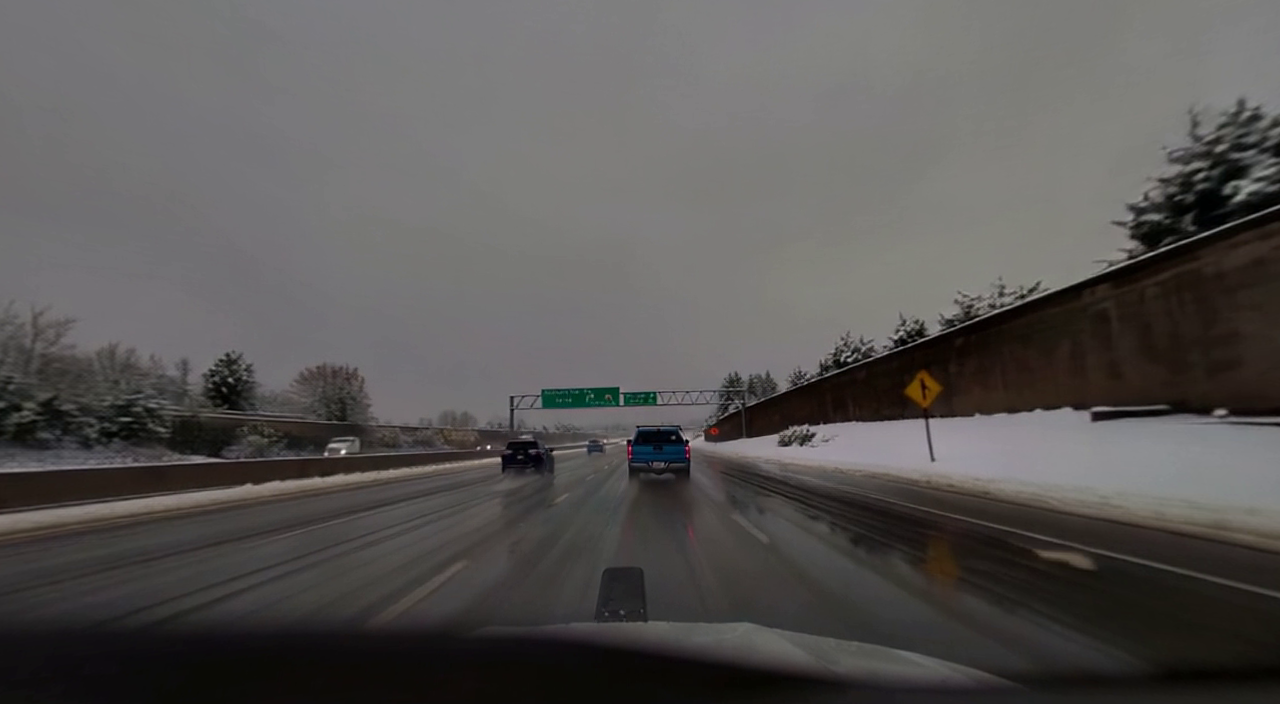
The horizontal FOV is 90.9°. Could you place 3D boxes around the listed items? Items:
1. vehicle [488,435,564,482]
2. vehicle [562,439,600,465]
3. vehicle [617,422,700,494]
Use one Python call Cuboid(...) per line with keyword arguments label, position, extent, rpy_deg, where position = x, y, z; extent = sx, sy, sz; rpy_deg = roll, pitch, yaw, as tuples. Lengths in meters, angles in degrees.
Cuboid(label="vehicle", position=(-4.242, 4.051, 24.242), extent=(1.961, 1.591, 4.756), rpy_deg=(0, -8, 1))
Cuboid(label="vehicle", position=(-3.851, 6.650, 42.046), extent=(2.061, 1.584, 4.290), rpy_deg=(0, -8, 1))
Cuboid(label="vehicle", position=(0.480, 3.011, 18.227), extent=(2.083, 1.792, 4.782), rpy_deg=(0, -8, 1))
